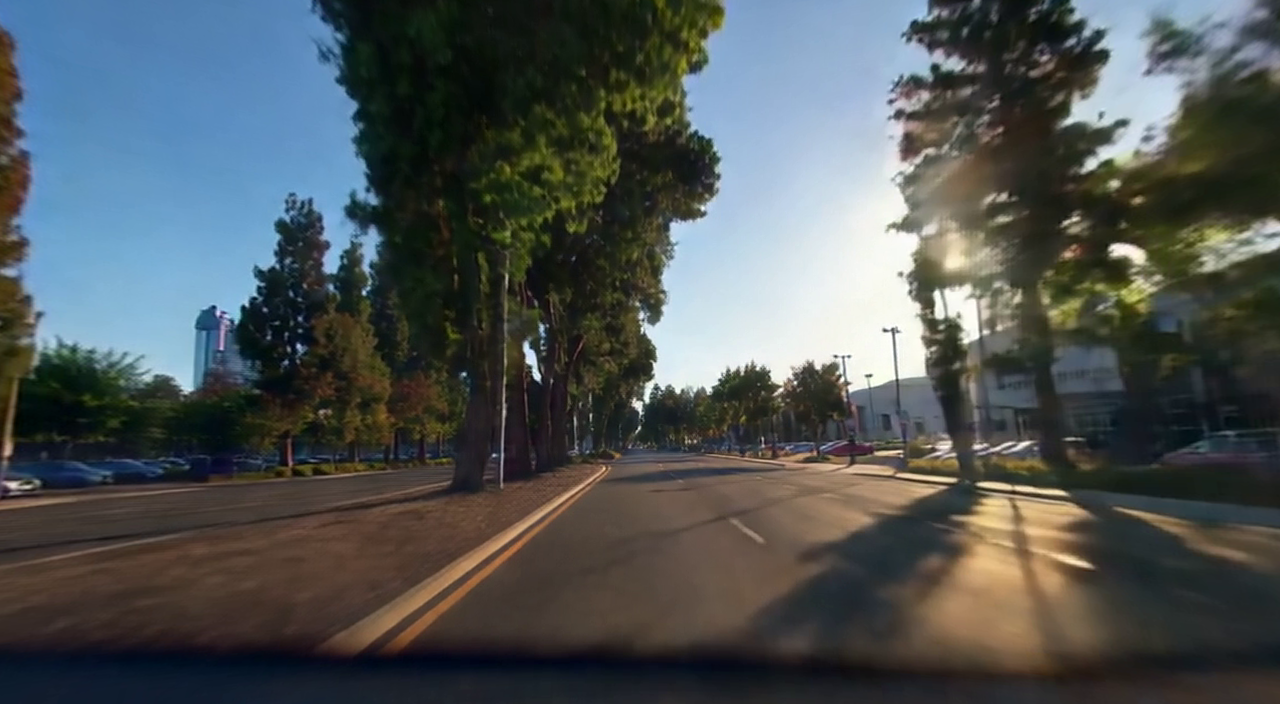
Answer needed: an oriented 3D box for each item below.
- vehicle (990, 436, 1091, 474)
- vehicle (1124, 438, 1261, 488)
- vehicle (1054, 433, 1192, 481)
[{"bbox_3d":[18.354,4.702,28.952,4.197,1.612,1.784,4,-9,-25],"label":"vehicle"},{"bbox_3d":[18.007,3.563,20.579,3.882,1.455,1.858,4,-9,-26],"label":"vehicle"},{"bbox_3d":[17.664,3.820,23.073,4.741,1.584,1.958,4,-11,-26],"label":"vehicle"}]
